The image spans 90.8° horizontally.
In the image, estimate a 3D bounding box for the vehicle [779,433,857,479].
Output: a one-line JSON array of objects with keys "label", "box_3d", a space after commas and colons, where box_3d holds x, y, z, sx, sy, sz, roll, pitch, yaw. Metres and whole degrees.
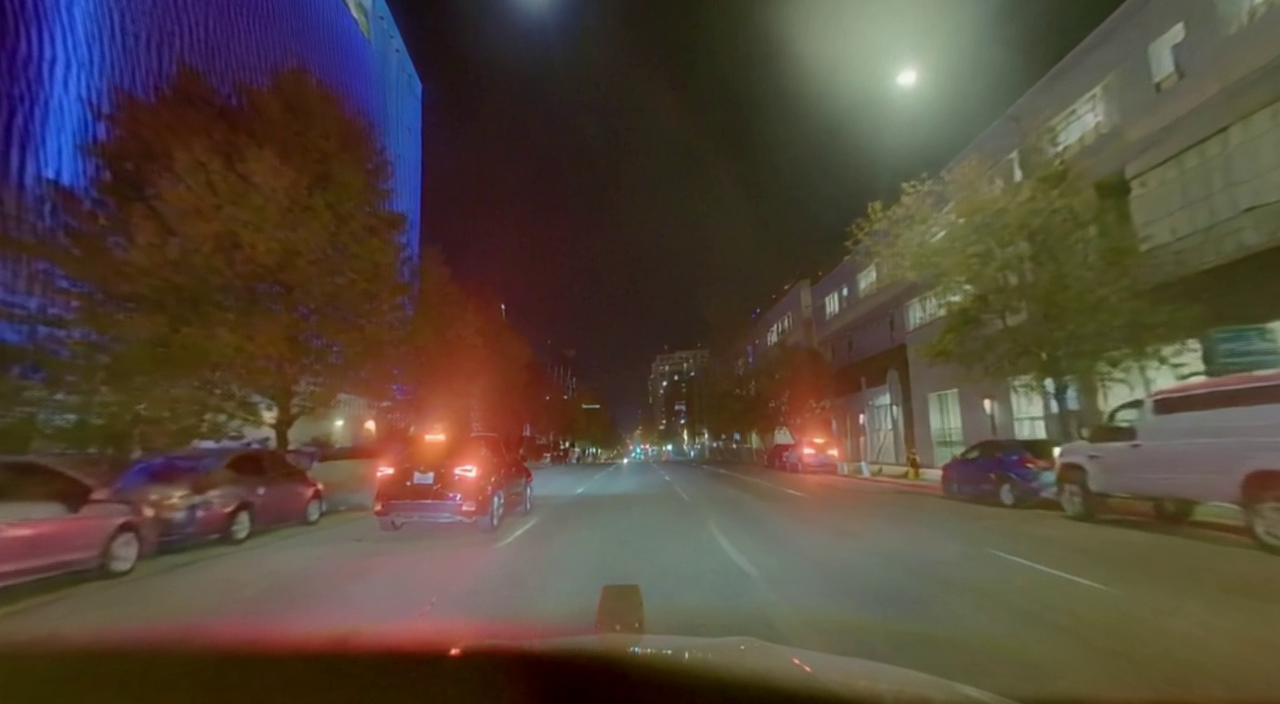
[{"label": "vehicle", "box_3d": [9.050, 5.375, 32.753, 2.249, 2.117, 5.743, -1, -9, 0]}]

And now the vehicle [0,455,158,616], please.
[{"label": "vehicle", "box_3d": [-6.902, 1.698, 5.623, 1.806, 1.466, 4.373, -1, -9, -1]}]

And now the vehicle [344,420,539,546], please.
[{"label": "vehicle", "box_3d": [-3.181, 2.204, 11.244, 2.002, 1.756, 4.366, -1, -9, 1]}]

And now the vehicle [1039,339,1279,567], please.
[{"label": "vehicle", "box_3d": [9.114, 1.519, 9.626, 2.285, 2.778, 5.847, -1, -9, 2]}]

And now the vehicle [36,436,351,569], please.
[{"label": "vehicle", "box_3d": [-7.066, 2.373, 10.910, 1.860, 1.723, 4.950, -1, -9, -1]}]
